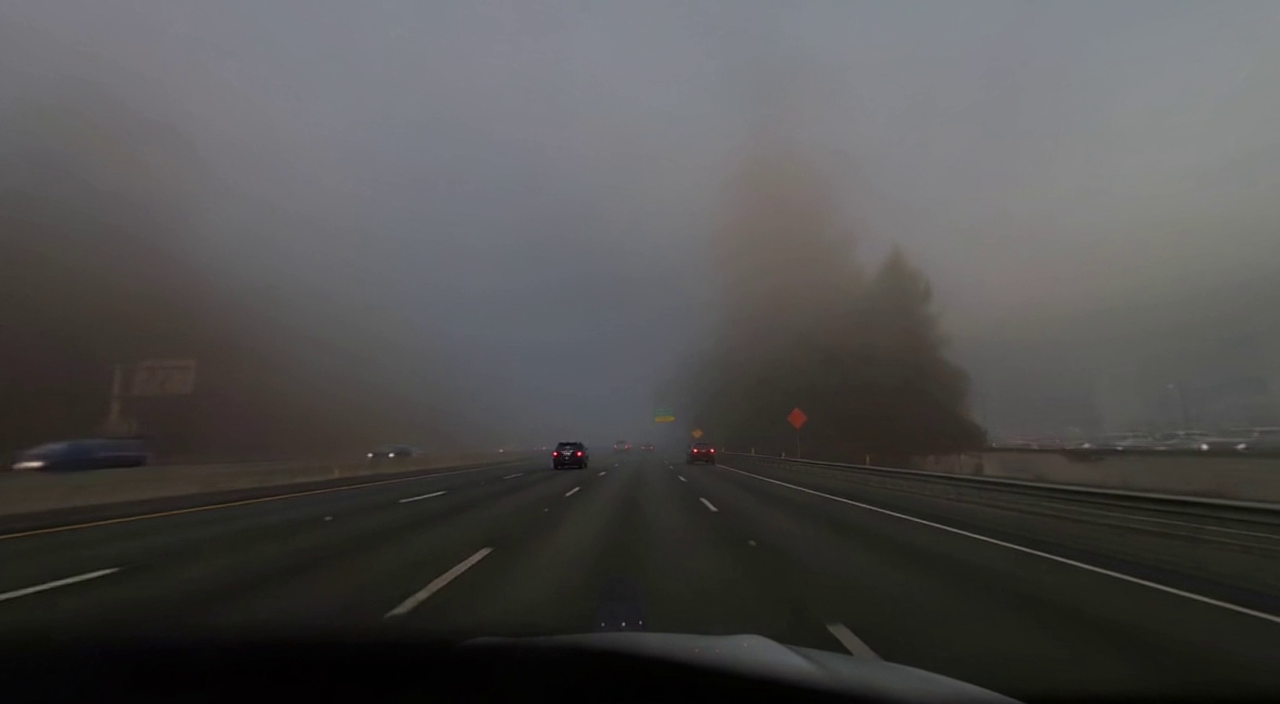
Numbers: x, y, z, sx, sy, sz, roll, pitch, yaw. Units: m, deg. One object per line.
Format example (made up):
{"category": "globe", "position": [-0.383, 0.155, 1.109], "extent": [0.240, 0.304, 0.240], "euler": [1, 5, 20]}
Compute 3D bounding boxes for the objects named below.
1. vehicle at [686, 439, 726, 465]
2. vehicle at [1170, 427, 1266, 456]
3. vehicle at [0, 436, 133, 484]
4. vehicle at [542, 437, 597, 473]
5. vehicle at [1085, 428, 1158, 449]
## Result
{"category": "vehicle", "position": [4.515, 6.918, 43.757], "extent": [2.229, 1.704, 4.392], "euler": [0, -8, 0]}
{"category": "vehicle", "position": [37.073, 5.760, 40.527], "extent": [4.276, 1.563, 1.792], "euler": [-3, -9, 1]}
{"category": "vehicle", "position": [-23.073, 4.139, 24.493], "extent": [2.111, 1.658, 5.373], "euler": [-1, -8, 3]}
{"category": "vehicle", "position": [-3.547, 5.272, 32.526], "extent": [2.196, 1.733, 4.355], "euler": [0, -8, 2]}
{"category": "vehicle", "position": [37.130, 6.695, 48.694], "extent": [4.052, 1.601, 1.838], "euler": [0, -9, 0]}
